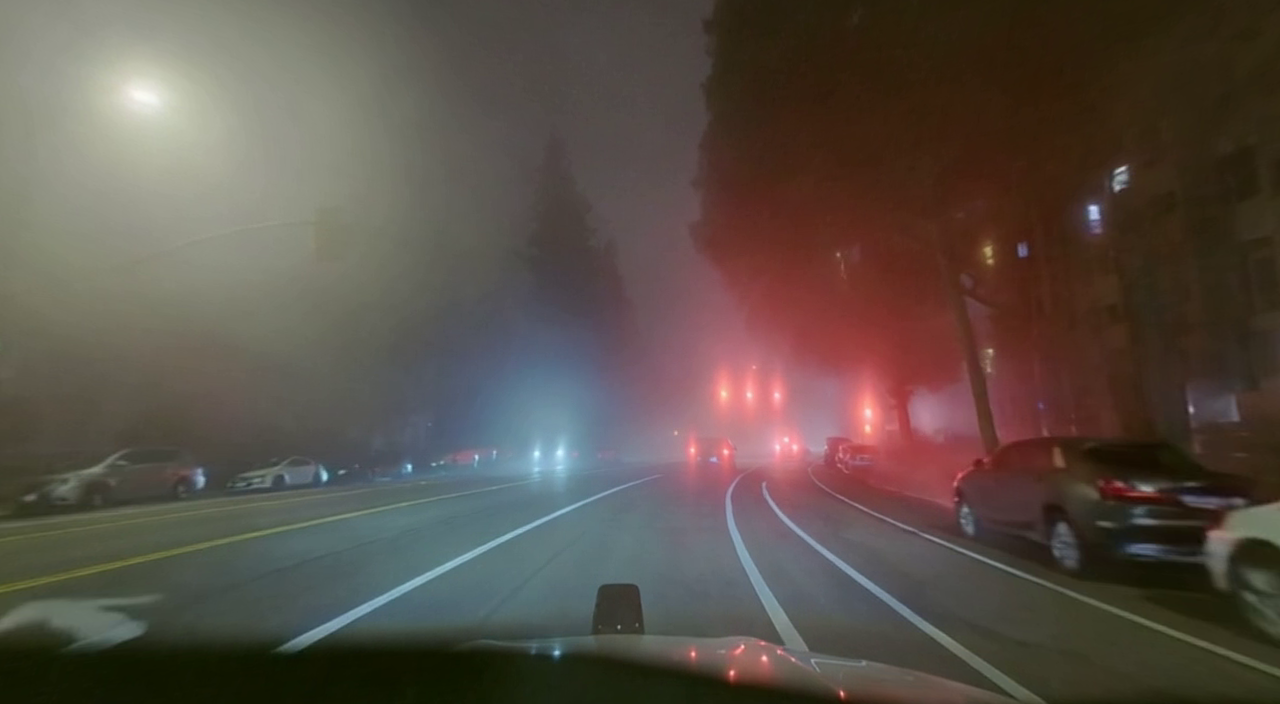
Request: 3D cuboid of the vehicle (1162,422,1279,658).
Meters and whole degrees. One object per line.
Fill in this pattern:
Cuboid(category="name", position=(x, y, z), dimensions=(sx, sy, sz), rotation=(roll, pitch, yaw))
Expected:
Cuboid(category="vehicle", position=(4.896, 0.994, 2.602), dimensions=(1.741, 1.494, 4.587), rotation=(0, -8, 3))

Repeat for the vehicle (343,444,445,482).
Cuboid(category="vehicle", position=(-10.524, 4.749, 27.415), dimensions=(1.880, 1.450, 4.627), rotation=(-2, -9, 11))

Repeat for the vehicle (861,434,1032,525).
Cuboid(category="vehicle", position=(5.959, 2.478, 12.857), dimensions=(1.841, 1.545, 3.813), rotation=(-1, -8, 5))

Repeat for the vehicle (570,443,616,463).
Cuboid(category="vehicle", position=(-3.643, 7.872, 49.442), dimensions=(1.782, 1.472, 4.744), rotation=(-3, -9, 20))

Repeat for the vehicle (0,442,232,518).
Cuboid(category="vehicle", position=(-12.313, 2.909, 15.082), dimensions=(1.918, 1.508, 4.353), rotation=(-1, -8, 6))

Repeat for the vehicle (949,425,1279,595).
Cuboid(category="vehicle", position=(5.717, 1.760, 7.920), dimensions=(1.850, 1.557, 3.992), rotation=(0, -8, 4))

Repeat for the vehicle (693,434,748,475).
Cuboid(category="vehicle", position=(3.657, 4.508, 28.032), dimensions=(1.852, 1.680, 4.488), rotation=(-2, -9, 14))

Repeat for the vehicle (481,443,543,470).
Cuboid(category="vehicle", position=(-7.660, 6.259, 38.135), dimensions=(1.809, 1.469, 4.485), rotation=(-2, -9, 15))

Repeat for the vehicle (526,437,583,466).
Cuboid(category="vehicle", position=(-5.847, 6.868, 43.755), dimensions=(2.115, 1.853, 4.745), rotation=(-3, -9, 17))

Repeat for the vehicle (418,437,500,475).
Cuboid(category="vehicle", position=(-9.180, 5.301, 32.525), dimensions=(1.977, 1.761, 4.990), rotation=(-2, -8, 10))

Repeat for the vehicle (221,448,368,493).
Cuboid(category="vehicle", position=(-11.549, 3.973, 21.591), dimensions=(1.893, 1.310, 4.719), rotation=(-1, -8, 9))
